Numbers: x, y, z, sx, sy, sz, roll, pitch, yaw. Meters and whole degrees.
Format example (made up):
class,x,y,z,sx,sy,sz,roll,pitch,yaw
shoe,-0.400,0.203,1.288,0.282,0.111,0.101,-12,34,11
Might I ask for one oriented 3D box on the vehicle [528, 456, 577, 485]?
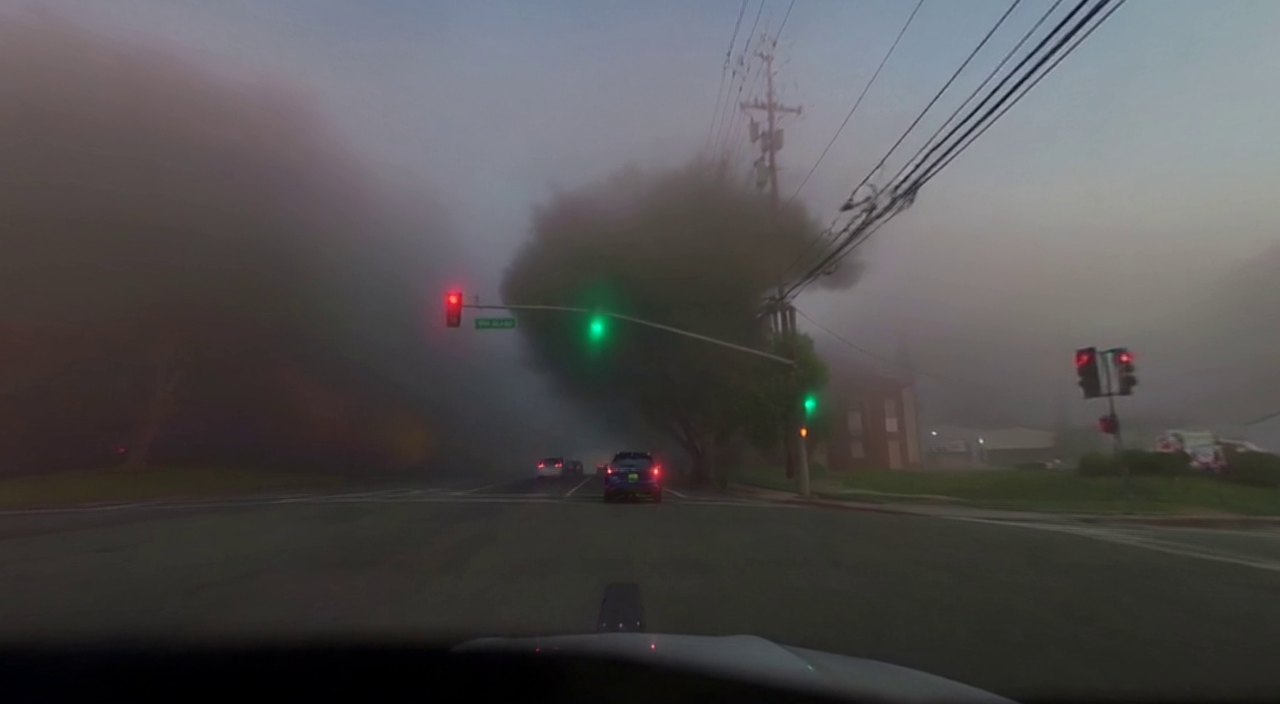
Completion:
class,x,y,z,sx,sy,sz,roll,pitch,yaw
vehicle,-4.929,6.733,36.238,2.153,1.474,4.284,0,-9,0

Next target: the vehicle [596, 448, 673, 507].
class,x,y,z,sx,sy,sz,roll,pitch,yaw
vehicle,-0.182,3.824,19.763,2.156,1.636,3.923,0,-9,-1
